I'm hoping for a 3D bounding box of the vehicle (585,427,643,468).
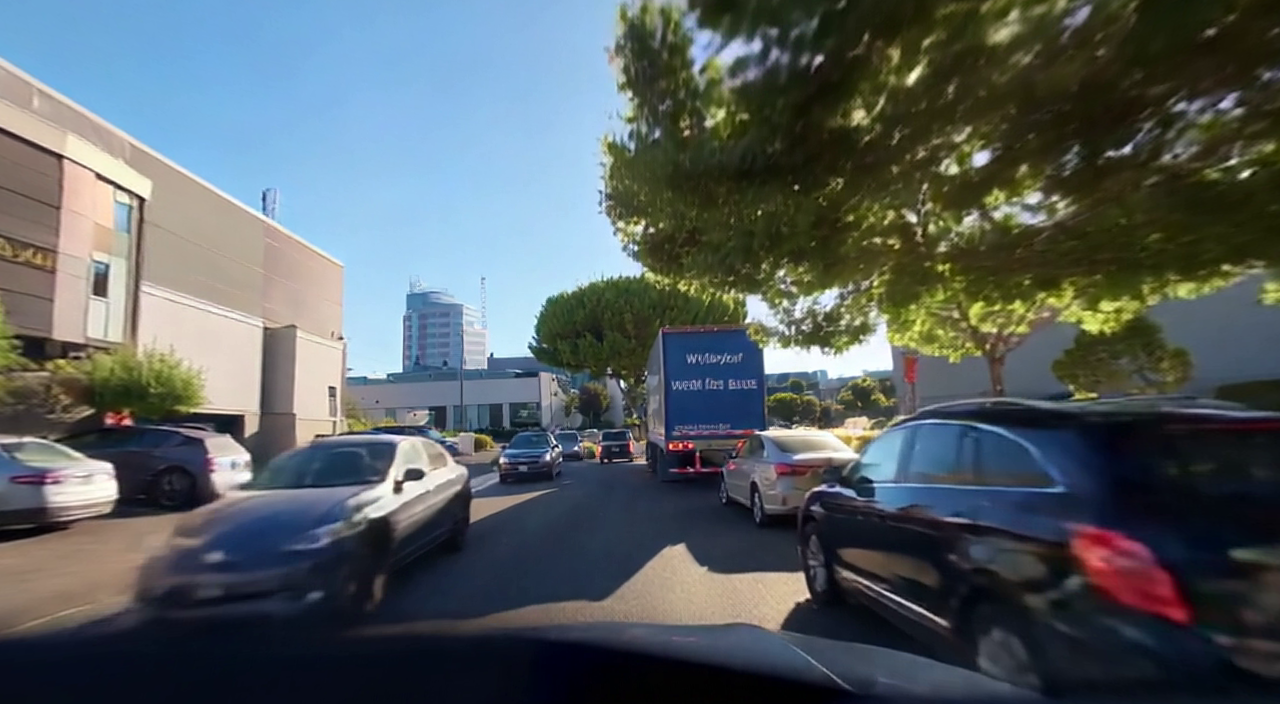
[{"bbox_3d":[-0.972,3.818,25.306,2.160,1.498,3.909,0,-8,0],"label":"vehicle"}]

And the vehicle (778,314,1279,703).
[{"bbox_3d":[2.398,0.999,4.049,1.875,1.674,4.231,0,-8,-3],"label":"vehicle"}]

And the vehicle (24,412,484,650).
[{"bbox_3d":[-2.942,1.408,6.064,1.989,1.481,4.008,0,-8,-2],"label":"vehicle"}]

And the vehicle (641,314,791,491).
[{"bbox_3d":[1.760,2.124,21.888,2.865,4.113,14.471,0,-8,-2],"label":"vehicle"}]

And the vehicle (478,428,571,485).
[{"bbox_3d":[-3.331,3.097,19.070,2.033,1.508,4.298,0,-8,-1],"label":"vehicle"}]
